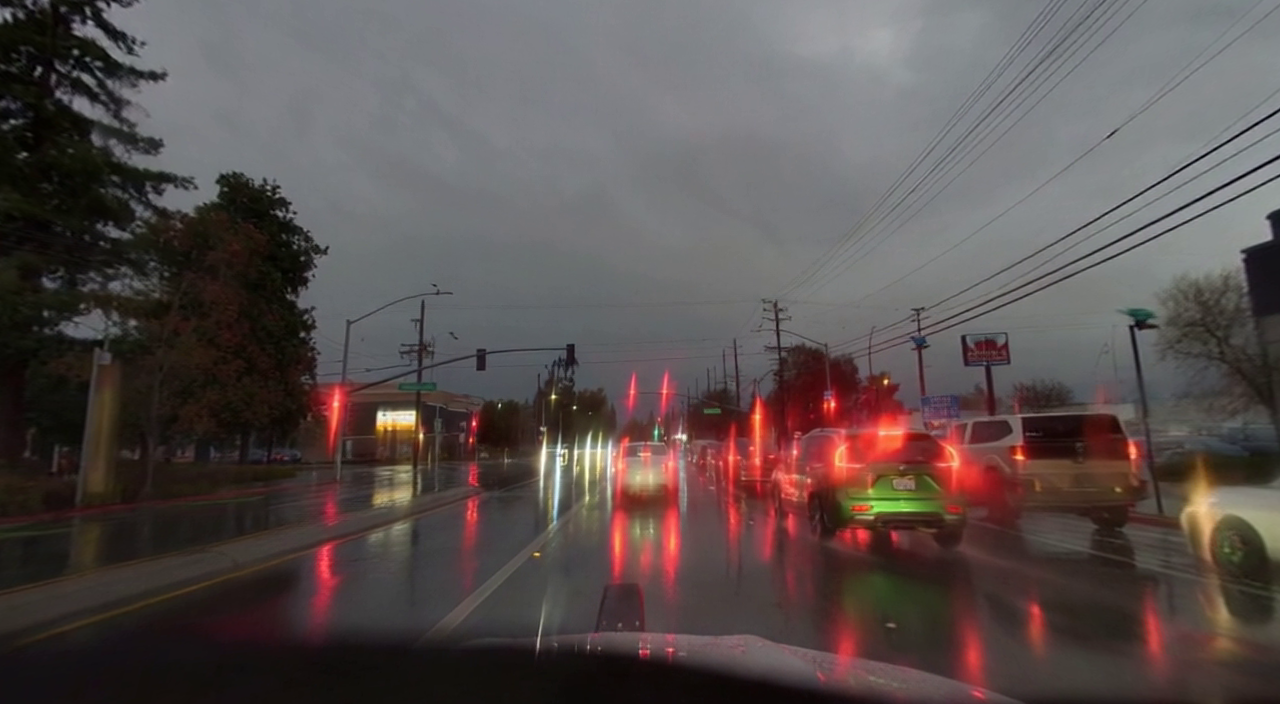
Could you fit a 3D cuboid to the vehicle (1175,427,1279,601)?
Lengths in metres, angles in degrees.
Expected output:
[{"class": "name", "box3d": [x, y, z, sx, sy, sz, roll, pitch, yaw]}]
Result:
[{"class": "vehicle", "box3d": [6.277, 1.136, 3.870, 1.906, 1.435, 4.670, 0, -9, 0]}]

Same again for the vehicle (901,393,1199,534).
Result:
[{"class": "vehicle", "box3d": [6.716, 1.909, 11.229, 2.080, 1.958, 4.653, 0, -9, -1]}]

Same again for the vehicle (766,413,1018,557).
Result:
[{"class": "vehicle", "box3d": [3.304, 1.837, 9.400, 1.998, 1.620, 4.267, 0, -9, 0]}]

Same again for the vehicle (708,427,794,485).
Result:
[{"class": "vehicle", "box3d": [3.742, 3.608, 22.225, 2.060, 1.789, 4.712, 0, -9, -1]}]

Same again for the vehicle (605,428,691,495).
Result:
[{"class": "vehicle", "box3d": [0.211, 3.062, 17.931, 2.149, 1.668, 3.962, 0, -9, 1]}]
